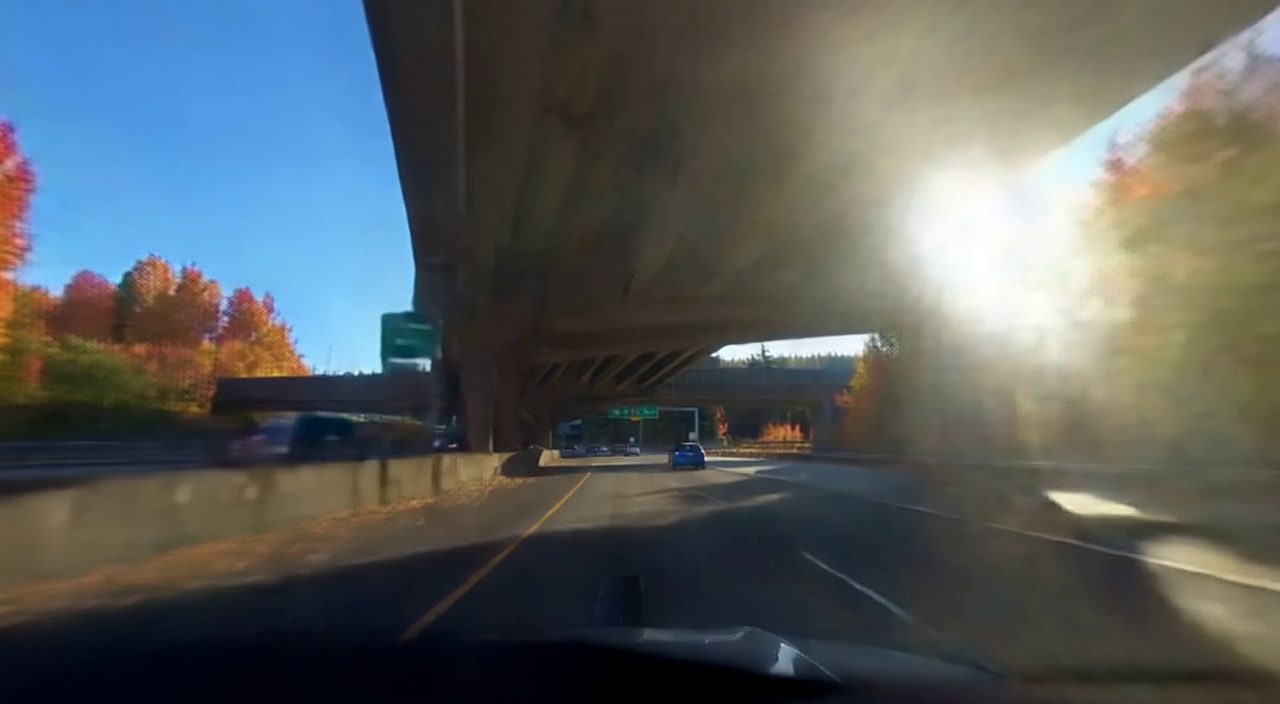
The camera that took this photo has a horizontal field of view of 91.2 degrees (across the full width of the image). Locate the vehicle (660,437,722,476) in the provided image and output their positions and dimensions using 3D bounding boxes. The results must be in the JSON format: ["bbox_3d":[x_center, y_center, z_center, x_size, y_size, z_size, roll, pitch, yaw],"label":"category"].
[{"bbox_3d":[2.256,4.815,28.930,2.337,1.633,4.222,0,-9,-2],"label":"vehicle"}]

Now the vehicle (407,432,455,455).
[{"bbox_3d":[-14.660,6.455,44.159,1.983,1.522,4.458,0,-9,-2],"label":"vehicle"}]

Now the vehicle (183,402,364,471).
[{"bbox_3d":[-9.176,2.235,16.265,2.075,1.502,4.483,0,-9,-1],"label":"vehicle"}]
